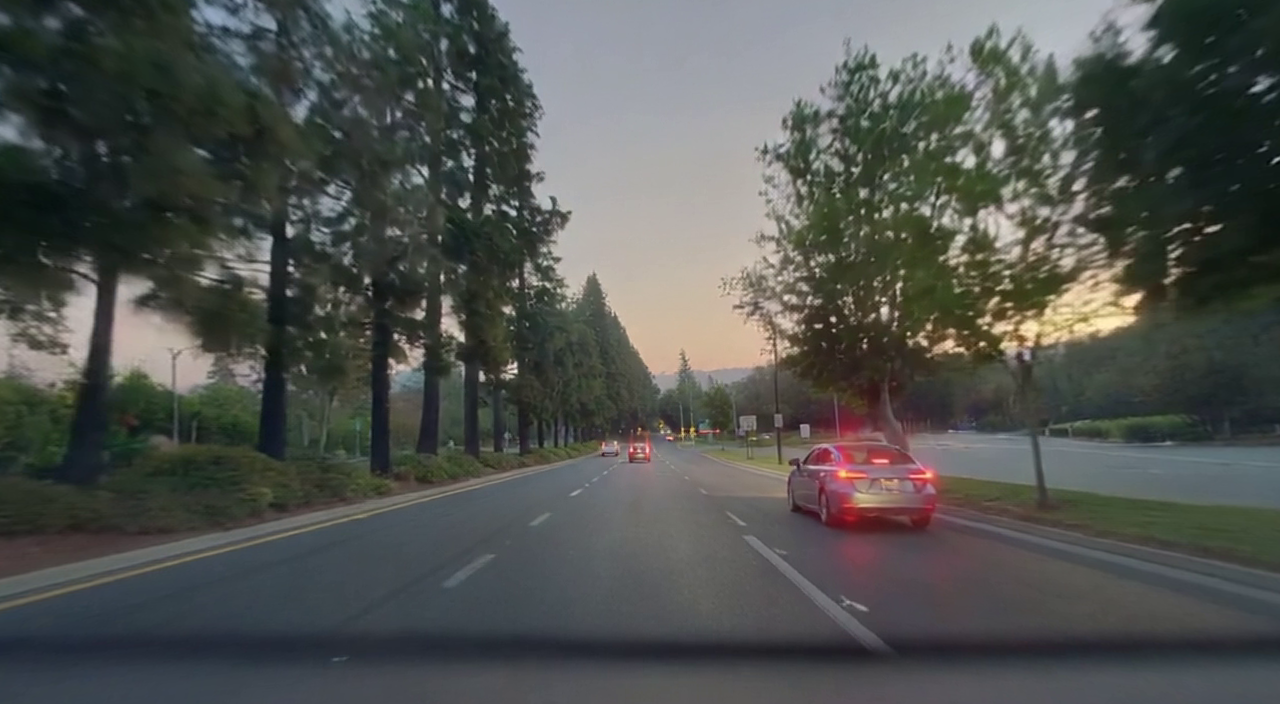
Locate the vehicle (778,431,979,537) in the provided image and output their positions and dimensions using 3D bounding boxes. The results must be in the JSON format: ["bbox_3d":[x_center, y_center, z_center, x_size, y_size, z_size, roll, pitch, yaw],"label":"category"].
[{"bbox_3d":[3.971,2.267,11.390,1.913,1.516,4.322,0,-9,0],"label":"vehicle"}]

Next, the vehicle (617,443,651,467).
[{"bbox_3d":[-0.361,7.102,43.316,2.095,1.548,4.264,-1,-9,2],"label":"vehicle"}]
